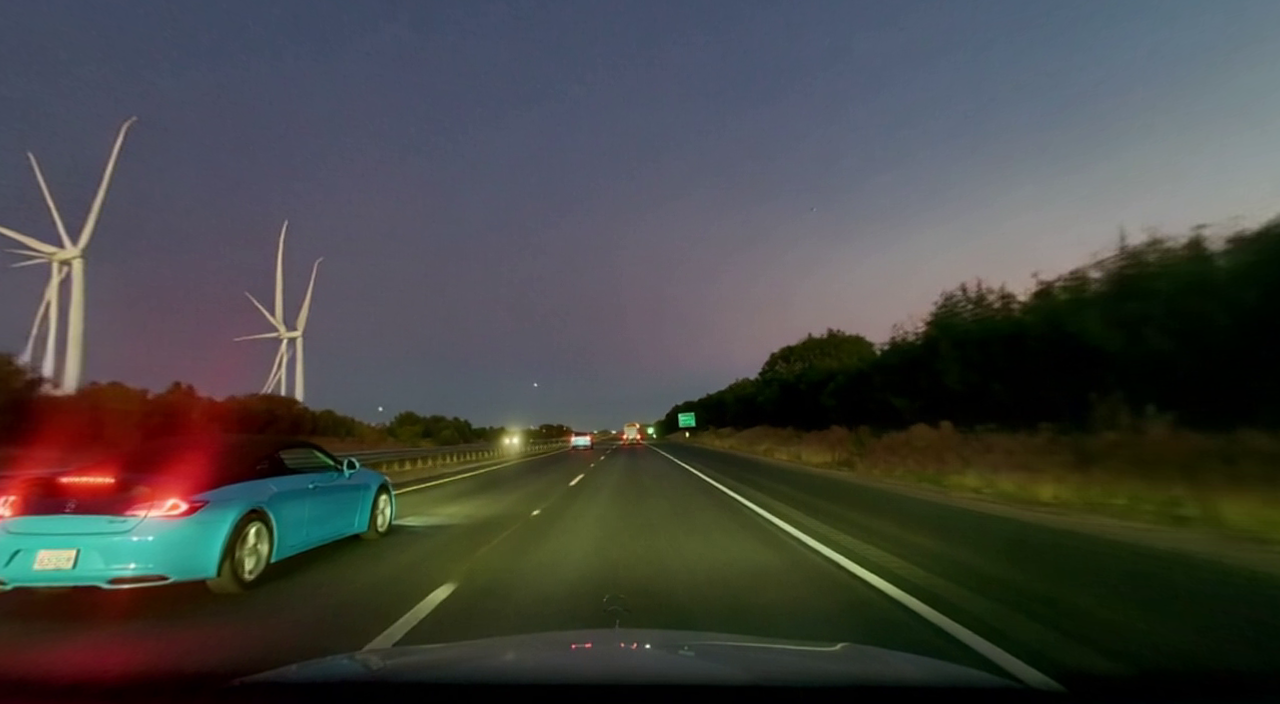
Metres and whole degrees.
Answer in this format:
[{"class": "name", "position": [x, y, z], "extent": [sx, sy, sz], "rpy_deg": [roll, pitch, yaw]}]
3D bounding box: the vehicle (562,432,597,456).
[{"class": "vehicle", "position": [-3.872, 5.933, 40.857], "extent": [2.024, 1.456, 3.754], "rpy_deg": [0, -8, -2]}]

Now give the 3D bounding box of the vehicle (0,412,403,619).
[{"class": "vehicle", "position": [-4.228, 1.414, 6.505], "extent": [1.969, 1.413, 4.194], "rpy_deg": [0, -8, -1]}]
